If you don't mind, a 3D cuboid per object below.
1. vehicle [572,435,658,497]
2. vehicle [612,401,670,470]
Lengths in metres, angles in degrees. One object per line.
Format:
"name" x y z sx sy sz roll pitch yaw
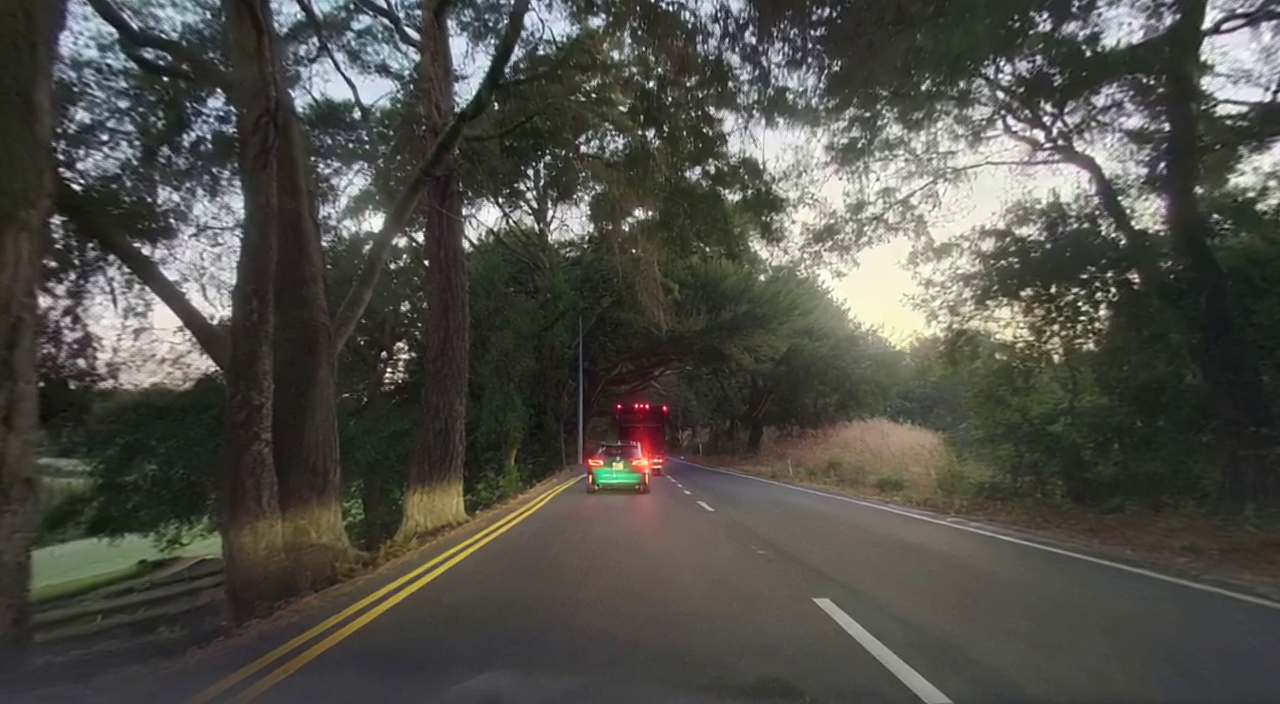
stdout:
"vehicle" -0.597 3.097 17.445 2.076 1.490 4.078 0 -9 0
"vehicle" -0.012 5.338 39.513 3.085 3.682 11.755 0 -9 -1
